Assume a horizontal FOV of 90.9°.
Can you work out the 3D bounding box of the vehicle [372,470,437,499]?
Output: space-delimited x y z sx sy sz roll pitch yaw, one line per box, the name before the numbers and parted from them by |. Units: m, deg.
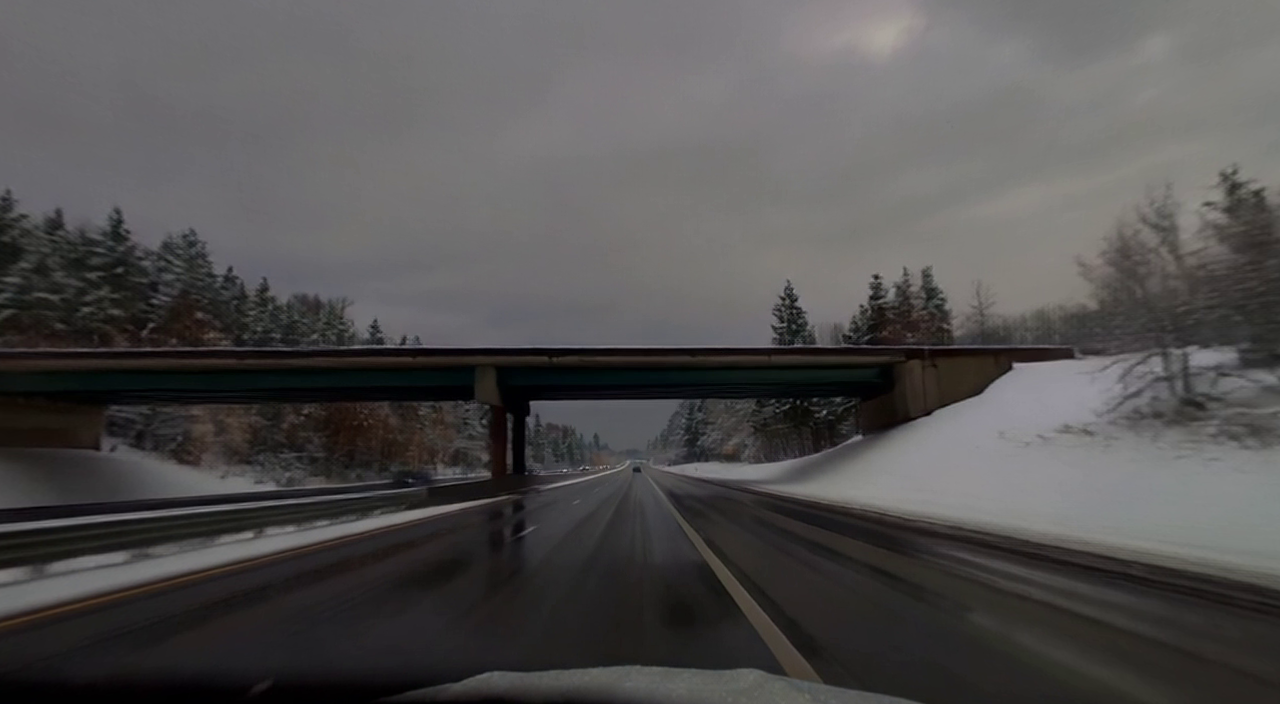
vehicle | -12.557 7.089 33.816 1.868 1.406 3.960 1 -10 1
